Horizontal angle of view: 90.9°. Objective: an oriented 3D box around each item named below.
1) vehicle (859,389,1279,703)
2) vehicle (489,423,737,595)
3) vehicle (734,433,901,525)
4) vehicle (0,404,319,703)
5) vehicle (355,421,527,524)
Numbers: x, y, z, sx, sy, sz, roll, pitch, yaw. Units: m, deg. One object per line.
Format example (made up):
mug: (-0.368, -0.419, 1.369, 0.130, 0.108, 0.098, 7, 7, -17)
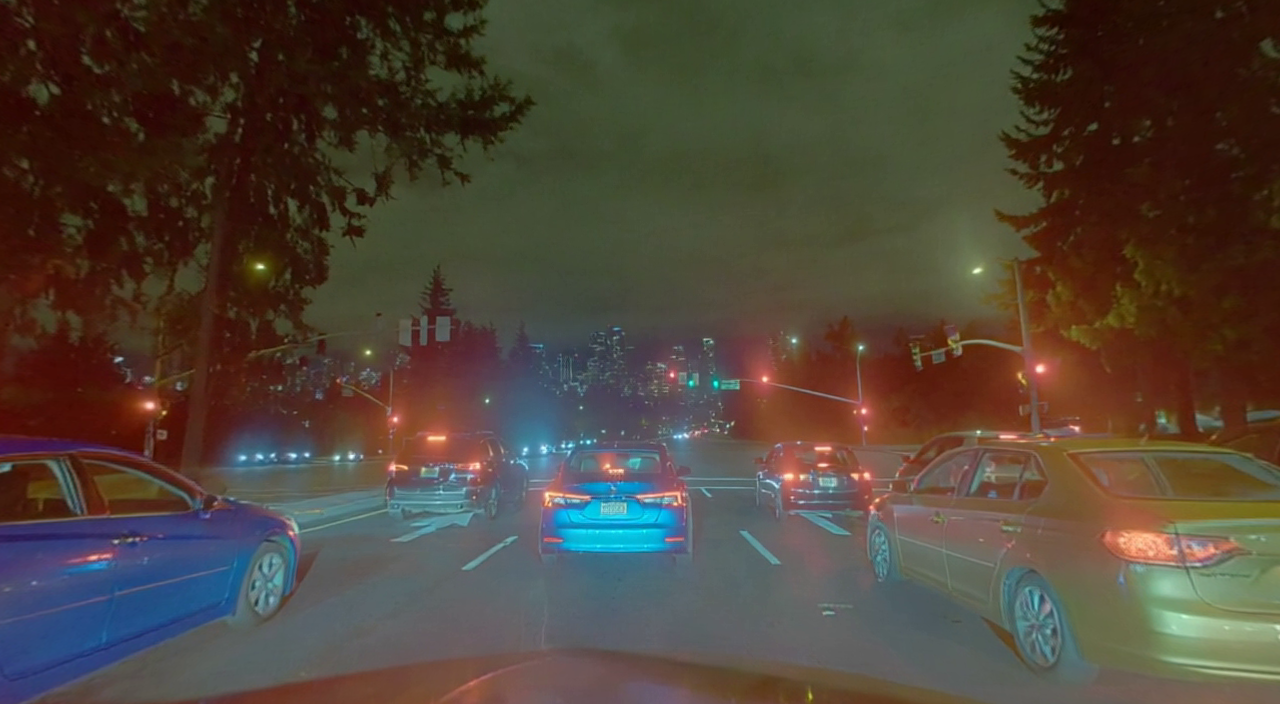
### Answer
vehicle: (3.131, 1.152, 4.059, 1.903, 1.480, 4.270, 0, -8, 0)
vehicle: (-0.265, 1.650, 7.458, 2.147, 1.479, 3.803, 0, -8, -1)
vehicle: (3.173, 2.337, 12.331, 1.975, 1.460, 4.357, 0, -8, 0)
vehicle: (-3.646, 1.025, 3.004, 1.935, 1.482, 4.433, 0, -8, -1)
vehicle: (-3.737, 2.342, 12.792, 1.961, 1.714, 4.268, -1, -8, 2)
